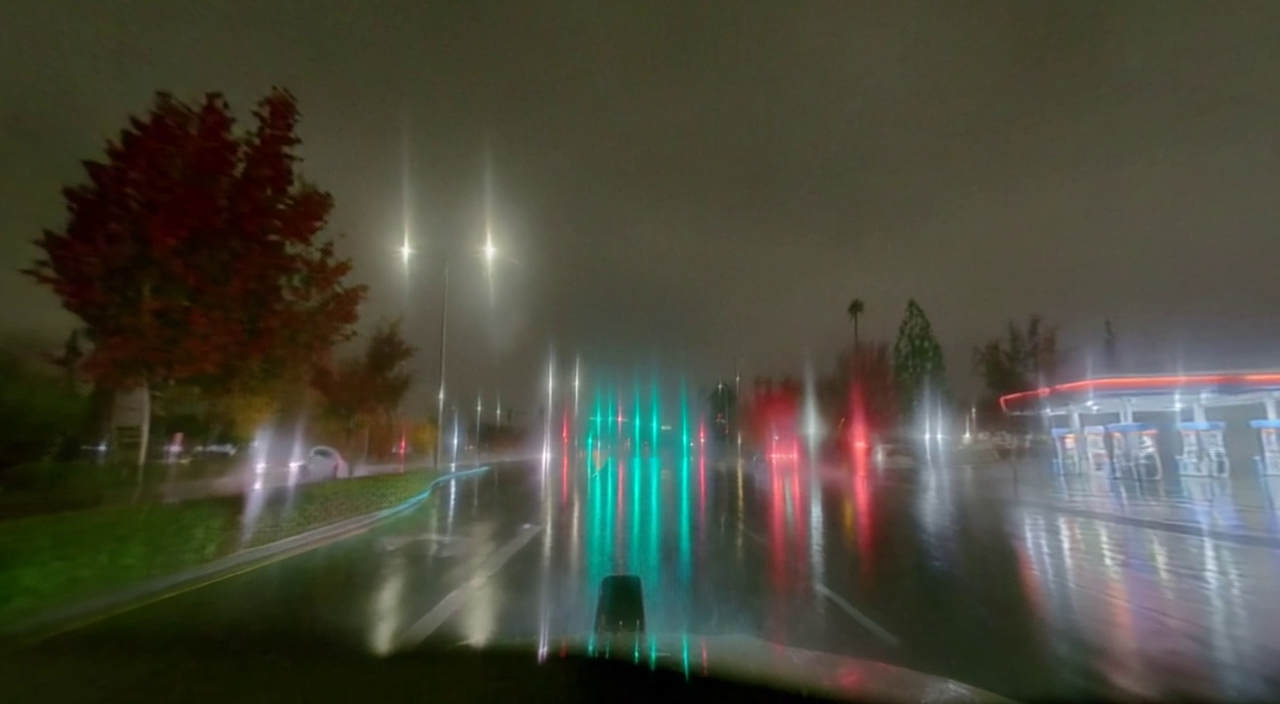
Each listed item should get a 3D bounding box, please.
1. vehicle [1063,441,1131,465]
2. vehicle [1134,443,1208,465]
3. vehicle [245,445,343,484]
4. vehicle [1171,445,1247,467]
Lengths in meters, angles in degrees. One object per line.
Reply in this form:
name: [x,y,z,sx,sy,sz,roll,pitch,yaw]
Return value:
vehicle: [30.967,6.884,42.944,1.591,1.491,4.005,-2,-9,1]
vehicle: [36.631,7.020,43.685,1.665,1.442,3.759,0,-8,-4]
vehicle: [-15.652,5.065,28.897,1.916,1.620,4.408,0,-8,1]
vehicle: [38.934,7.117,43.354,1.653,1.421,3.632,0,-9,-4]
